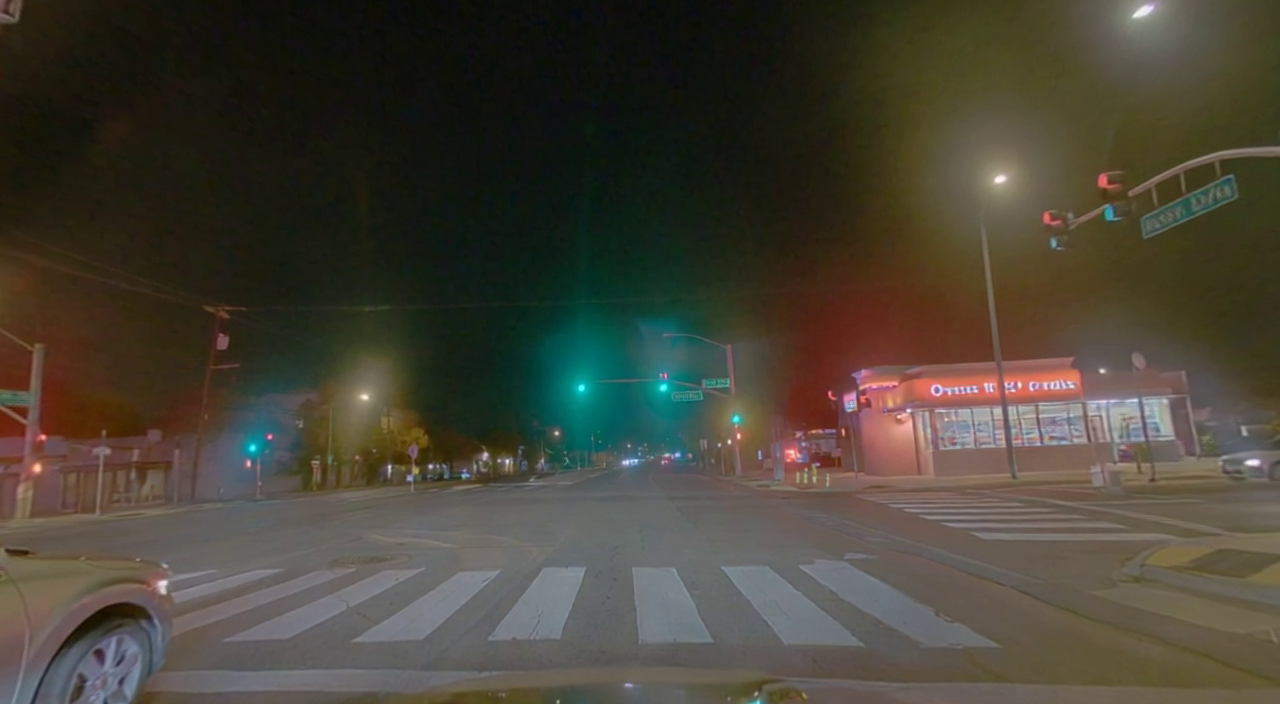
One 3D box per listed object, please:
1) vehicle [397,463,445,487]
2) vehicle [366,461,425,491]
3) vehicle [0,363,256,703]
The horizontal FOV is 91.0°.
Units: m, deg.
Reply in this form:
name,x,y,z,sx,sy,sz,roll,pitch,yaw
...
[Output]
name,x,y,z,sx,sy,sz,roll,pitch,yaw
vehicle,-15.739,8.833,45.415,1.931,1.471,4.152,0,-9,0
vehicle,-19.203,9.732,49.803,2.227,2.033,5.614,0,-9,1
vehicle,-3.411,0.738,1.411,2.081,1.644,4.523,0,-9,2
